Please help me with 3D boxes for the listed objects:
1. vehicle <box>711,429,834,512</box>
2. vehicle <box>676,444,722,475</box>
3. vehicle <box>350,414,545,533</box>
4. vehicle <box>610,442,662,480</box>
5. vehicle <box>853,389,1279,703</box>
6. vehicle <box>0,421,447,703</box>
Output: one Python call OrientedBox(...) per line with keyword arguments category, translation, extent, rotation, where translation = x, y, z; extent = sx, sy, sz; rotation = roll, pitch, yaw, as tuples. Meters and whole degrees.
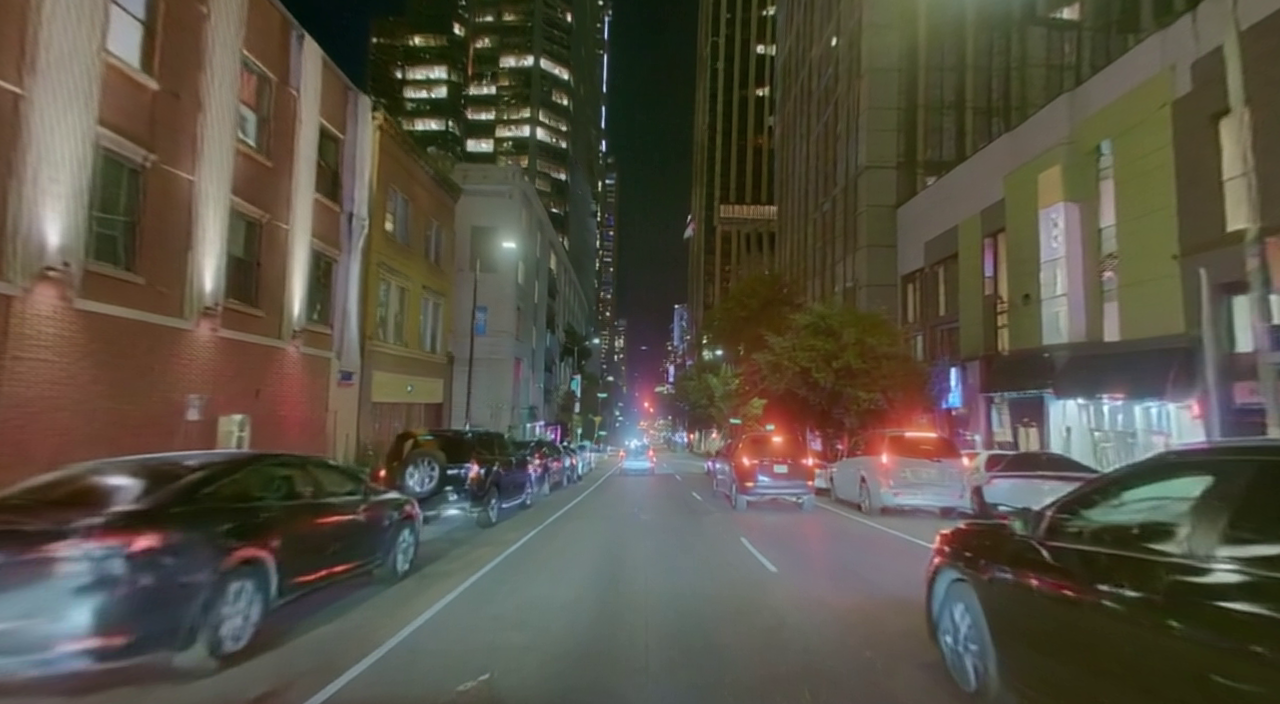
OrientedBox(category="vehicle", translation=(3.008, 2.808, 15.350), extent=(2.002, 1.707, 4.547), rotation=(0, -9, 0))
OrientedBox(category="vehicle", translation=(3.022, 5.619, 33.080), extent=(1.966, 1.475, 4.528), rotation=(0, -9, 0))
OrientedBox(category="vehicle", translation=(-3.412, 2.298, 12.522), extent=(2.142, 1.832, 5.373), rotation=(0, -9, 1))
OrientedBox(category="vehicle", translation=(-0.142, 4.537, 26.379), extent=(2.007, 1.460, 3.923), rotation=(0, -9, 0))
OrientedBox(category="vehicle", translation=(2.467, 0.907, 1.849), extent=(2.080, 1.495, 4.591), rotation=(0, -9, 0))
OrientedBox(category="vehicle", translation=(-3.446, 1.418, 5.285), extent=(1.972, 1.471, 4.795), rotation=(0, -9, 2))
